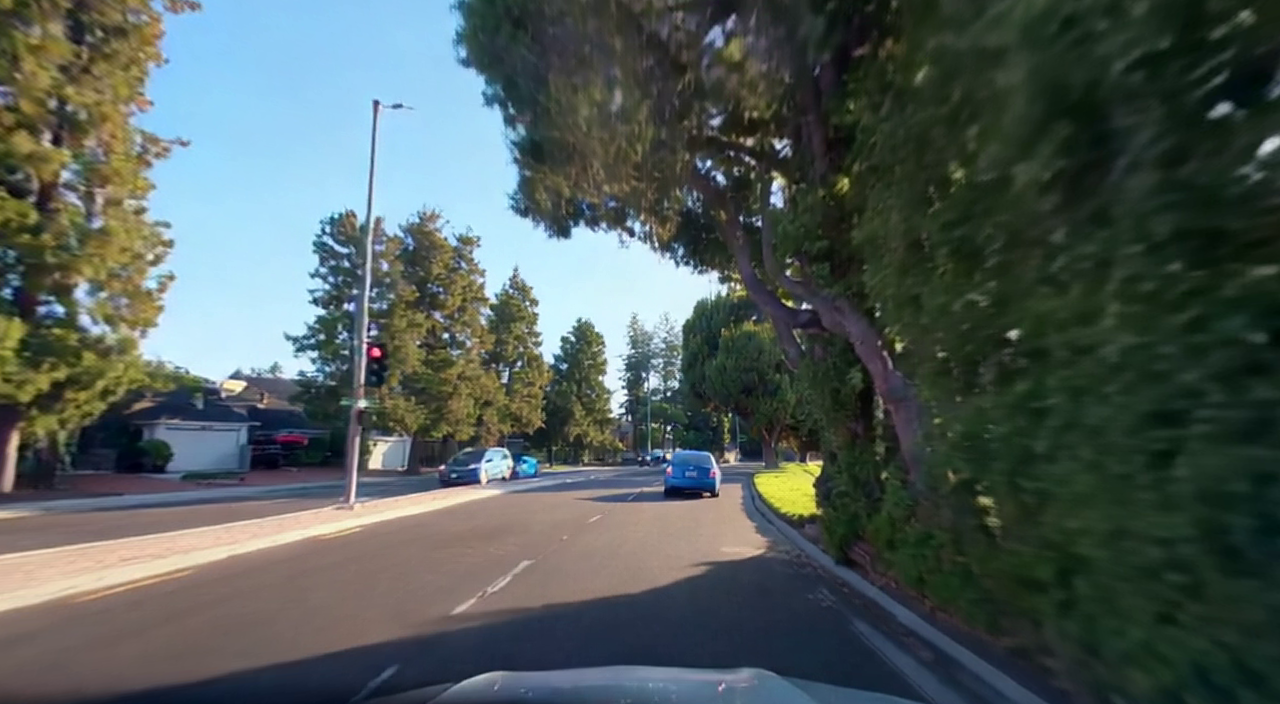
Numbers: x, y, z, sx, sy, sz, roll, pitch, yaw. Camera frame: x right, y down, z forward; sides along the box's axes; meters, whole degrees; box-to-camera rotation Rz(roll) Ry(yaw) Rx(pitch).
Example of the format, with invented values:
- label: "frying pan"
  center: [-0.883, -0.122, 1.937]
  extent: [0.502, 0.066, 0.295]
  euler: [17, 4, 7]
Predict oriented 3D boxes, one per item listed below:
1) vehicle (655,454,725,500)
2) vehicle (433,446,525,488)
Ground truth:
- label: "vehicle"
  center: [1.804, 4.062, 20.850]
  extent: [1.972, 1.250, 5.282]
  euler: [0, -10, 8]
- label: "vehicle"
  center: [-6.291, 4.559, 25.170]
  extent: [1.870, 1.518, 4.390]
  euler: [-1, -10, 10]
